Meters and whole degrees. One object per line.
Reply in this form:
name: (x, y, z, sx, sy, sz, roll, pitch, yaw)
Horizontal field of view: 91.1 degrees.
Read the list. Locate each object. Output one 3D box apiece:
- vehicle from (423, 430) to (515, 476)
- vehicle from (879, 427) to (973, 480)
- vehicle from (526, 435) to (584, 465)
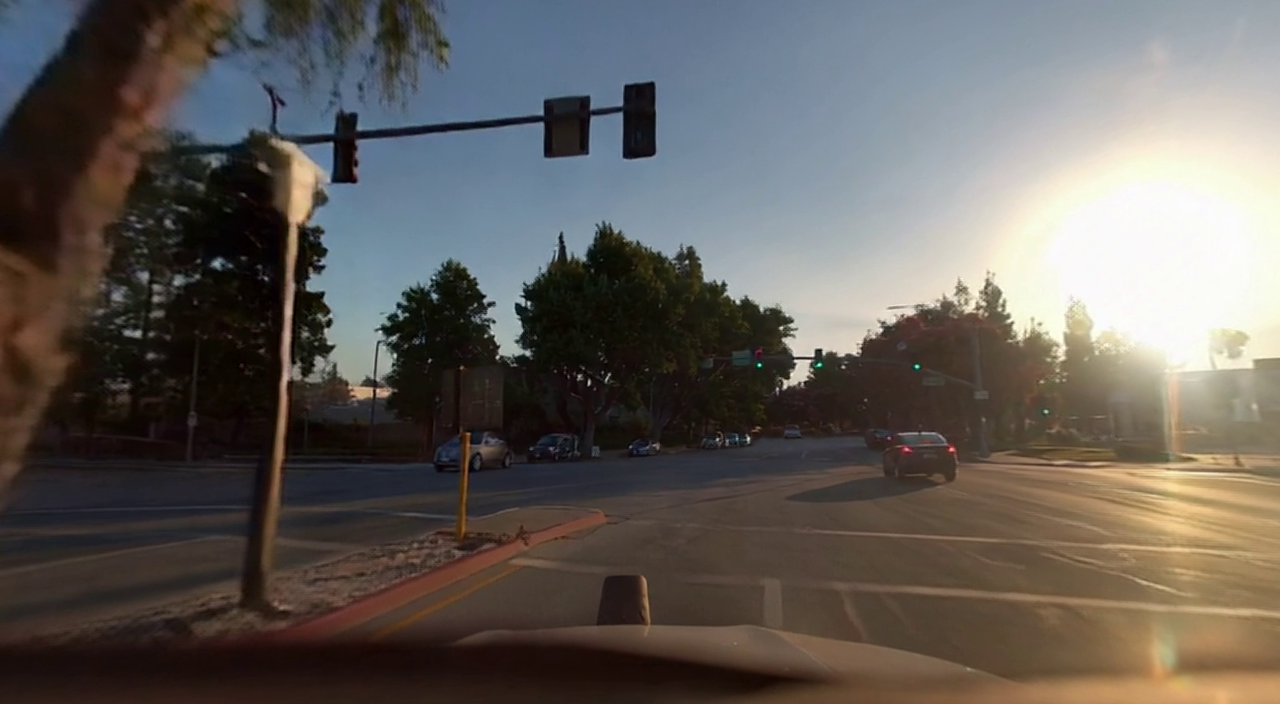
vehicle: (-7.501, 4.489, 28.162, 2.112, 1.853, 4.516, -2, -9, 11)
vehicle: (10.209, 3.630, 22.752, 2.090, 1.717, 4.063, -1, -9, 10)
vehicle: (-5.287, 6.155, 39.637, 2.090, 1.779, 4.697, -2, -9, 12)
